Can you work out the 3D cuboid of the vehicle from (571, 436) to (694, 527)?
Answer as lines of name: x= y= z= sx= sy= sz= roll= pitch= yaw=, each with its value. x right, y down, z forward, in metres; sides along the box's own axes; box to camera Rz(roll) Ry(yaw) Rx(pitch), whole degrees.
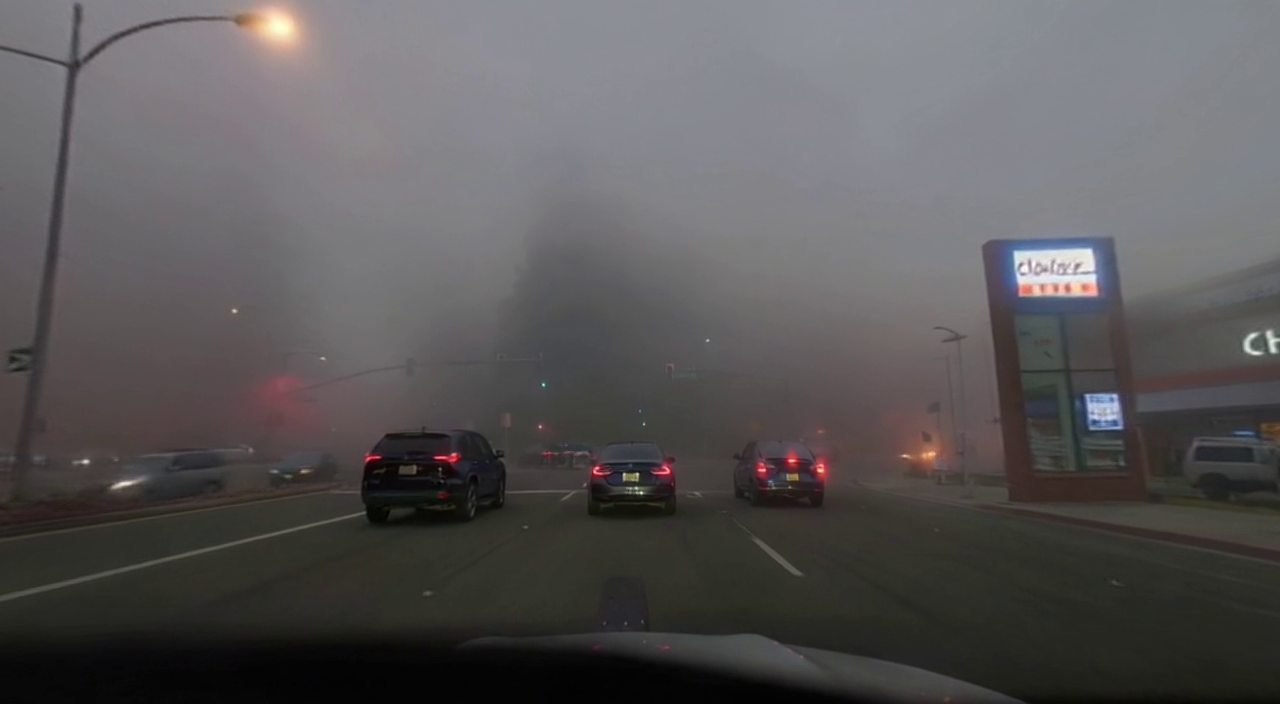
vehicle: x=-0.132 y=2.550 z=13.005 sx=2.121 sy=1.563 sz=4.031 roll=0 pitch=-8 yaw=0

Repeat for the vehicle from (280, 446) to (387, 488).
vehicle: x=-11.999 y=4.496 z=25.082 sx=1.900 sy=1.466 sz=4.627 roll=0 pitch=-8 yaw=1

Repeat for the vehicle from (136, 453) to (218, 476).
vehicle: x=-31.260 y=7.586 z=42.675 sx=4.106 sy=1.384 sz=1.878 roll=4 pitch=-9 yaw=-25

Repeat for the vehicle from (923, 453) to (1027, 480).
vehicle: x=19.147 y=6.576 z=36.192 sx=4.795 sy=1.457 sz=1.986 roll=-1 pitch=-9 yaw=4

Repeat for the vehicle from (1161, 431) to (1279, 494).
vehicle: x=17.761 y=3.089 z=17.793 sx=1.907 sy=1.669 sz=4.147 roll=5 pitch=-10 yaw=-29

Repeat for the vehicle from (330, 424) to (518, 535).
vehicle: x=-3.731 y=2.267 z=11.799 sx=1.983 sy=1.685 sz=3.997 roll=0 pitch=-8 yaw=2

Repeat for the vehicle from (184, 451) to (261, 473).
vehicle: x=-30.921 y=8.149 z=46.865 sx=4.523 sy=1.469 sz=1.986 roll=5 pitch=-10 yaw=-28

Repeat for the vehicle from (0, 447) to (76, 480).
vehicle: x=-38.603 y=6.837 z=38.438 sx=5.759 sy=1.815 sz=2.218 roll=2 pitch=-8 yaw=-29

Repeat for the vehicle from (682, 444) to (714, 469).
vehicle: x=3.936 y=7.116 z=43.107 sx=1.848 sy=1.665 sz=3.747 roll=0 pitch=-8 yaw=0

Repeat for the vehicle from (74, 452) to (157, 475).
vehicle: x=-36.419 y=7.727 z=43.884 sx=4.062 sy=1.493 sz=1.899 roll=4 pitch=-10 yaw=-27

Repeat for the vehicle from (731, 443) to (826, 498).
vehicle: x=4.069 y=3.545 z=19.301 sx=1.979 sy=1.485 sz=4.207 roll=0 pitch=-8 yaw=0
